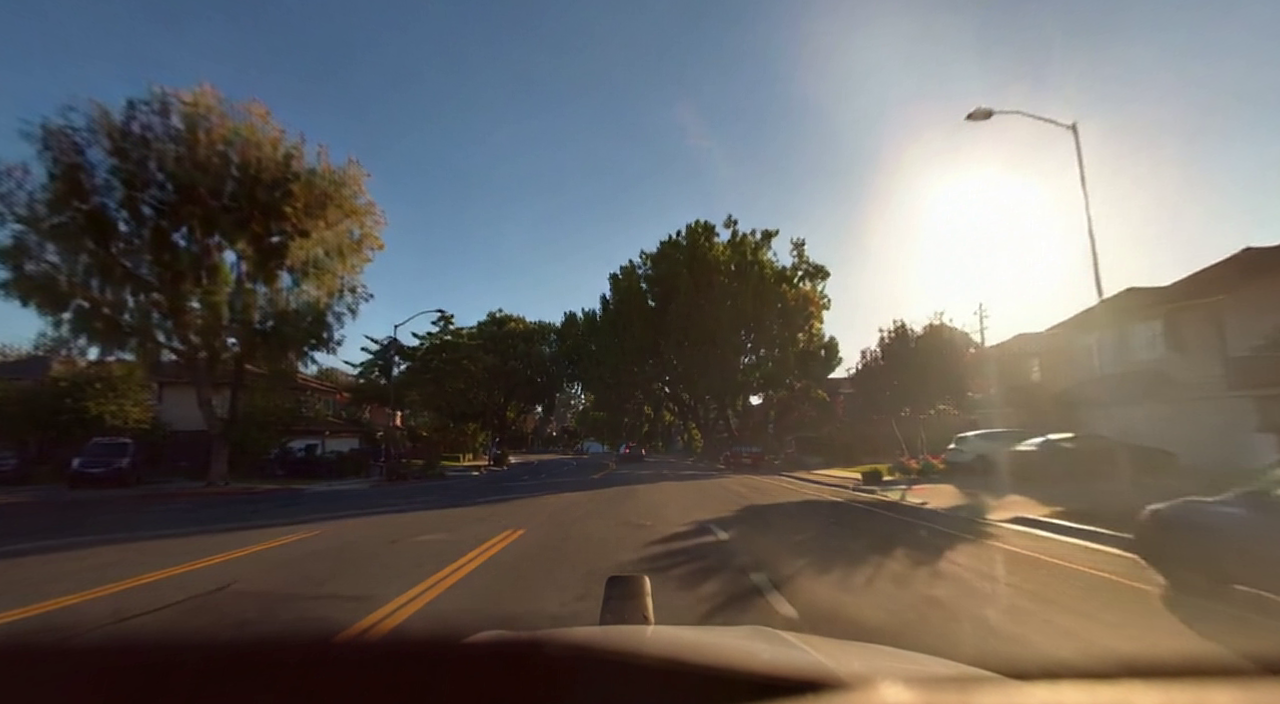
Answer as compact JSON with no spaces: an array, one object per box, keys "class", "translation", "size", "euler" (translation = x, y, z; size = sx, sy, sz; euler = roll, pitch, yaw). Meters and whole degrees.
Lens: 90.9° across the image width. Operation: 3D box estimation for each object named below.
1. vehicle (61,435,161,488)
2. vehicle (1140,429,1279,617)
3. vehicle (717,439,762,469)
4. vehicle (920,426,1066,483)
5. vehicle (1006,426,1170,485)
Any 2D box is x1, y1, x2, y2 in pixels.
[{"class":"vehicle","translation":[-23.467,4.824,28.209],"size":[2.083,2.113,4.490],"euler":[4,-9,-23]},{"class":"vehicle","translation":[6.324,1.238,4.074],"size":[2.235,1.515,4.782],"euler":[0,-8,0]},{"class":"vehicle","translation":[6.978,7.220,45.010],"size":[2.348,1.986,6.289],"euler":[0,-8,1]},{"class":"vehicle","translation":[14.541,4.137,25.980],"size":[5.277,1.749,2.335],"euler":[-1,-3,-21]},{"class":"vehicle","translation":[14.534,3.332,20.492],"size":[4.469,1.721,2.191],"euler":[3,-9,-23]}]
